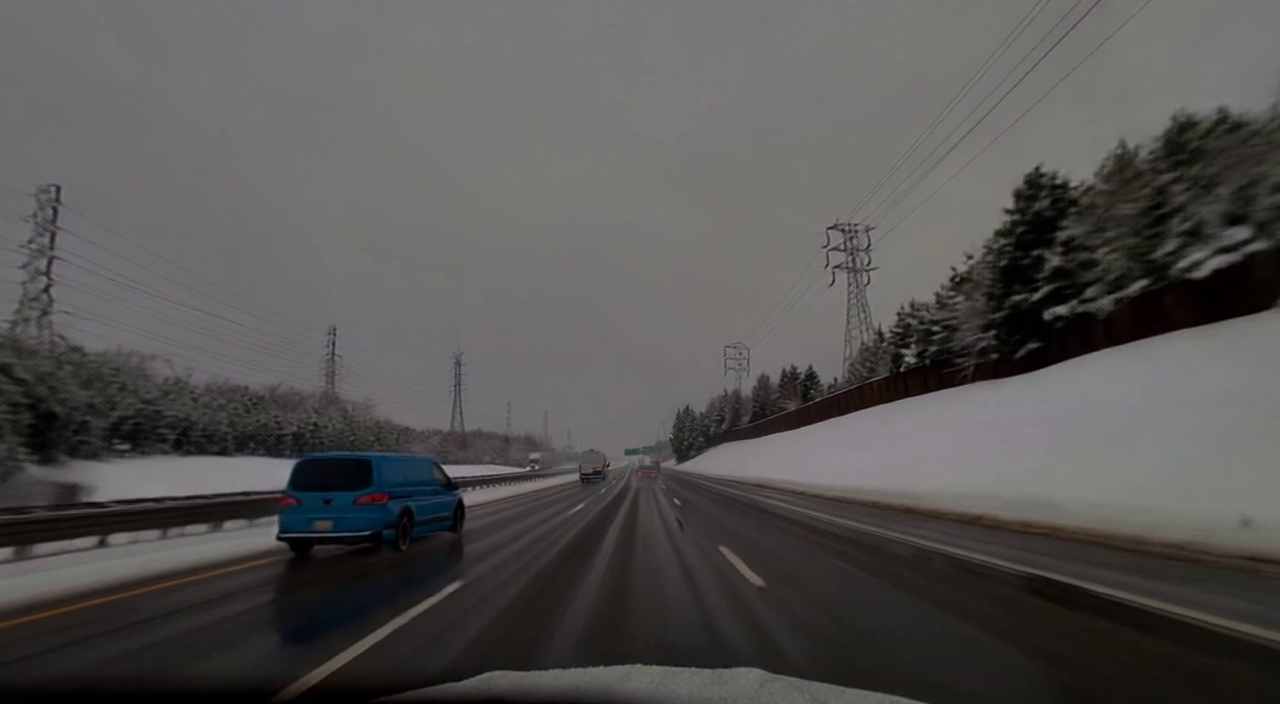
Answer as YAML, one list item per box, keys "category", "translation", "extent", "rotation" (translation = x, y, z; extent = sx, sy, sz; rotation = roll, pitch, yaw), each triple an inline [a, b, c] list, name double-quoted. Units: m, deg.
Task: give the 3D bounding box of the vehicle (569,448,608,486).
- category: "vehicle"
  translation: [-3.808, 8.745, 47.790]
  extent: [2.394, 2.609, 6.875]
  rotation: [1, -11, 0]

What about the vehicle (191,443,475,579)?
- category: "vehicle"
  translation: [-4.202, 2.289, 9.716]
  extent: [2.023, 1.541, 4.543]
  rotation: [1, -11, 1]

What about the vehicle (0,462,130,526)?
- category: "vehicle"
  translation: [-15.595, 3.561, 16.089]
  extent: [1.808, 1.440, 3.961]
  rotation: [1, -11, -2]

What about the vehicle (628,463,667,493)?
- category: "vehicle"
  translation: [0.369, 7.005, 35.120]
  extent: [2.006, 1.554, 3.863]
  rotation: [1, -11, -1]
